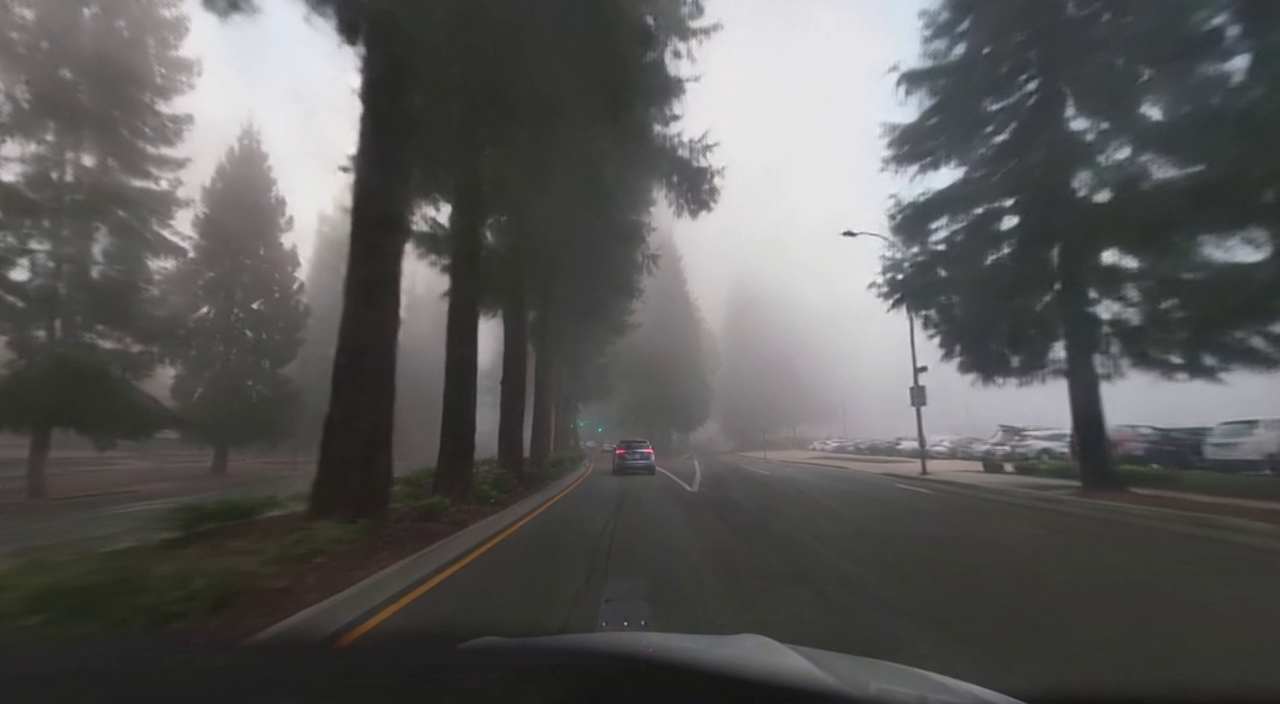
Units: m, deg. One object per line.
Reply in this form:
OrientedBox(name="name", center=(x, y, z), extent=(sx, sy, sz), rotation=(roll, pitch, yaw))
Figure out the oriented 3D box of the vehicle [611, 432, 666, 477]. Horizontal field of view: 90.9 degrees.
OrientedBox(name="vehicle", center=(-0.114, 4.258, 26.295), extent=(2.135, 1.691, 3.884), rotation=(0, -9, -1))
